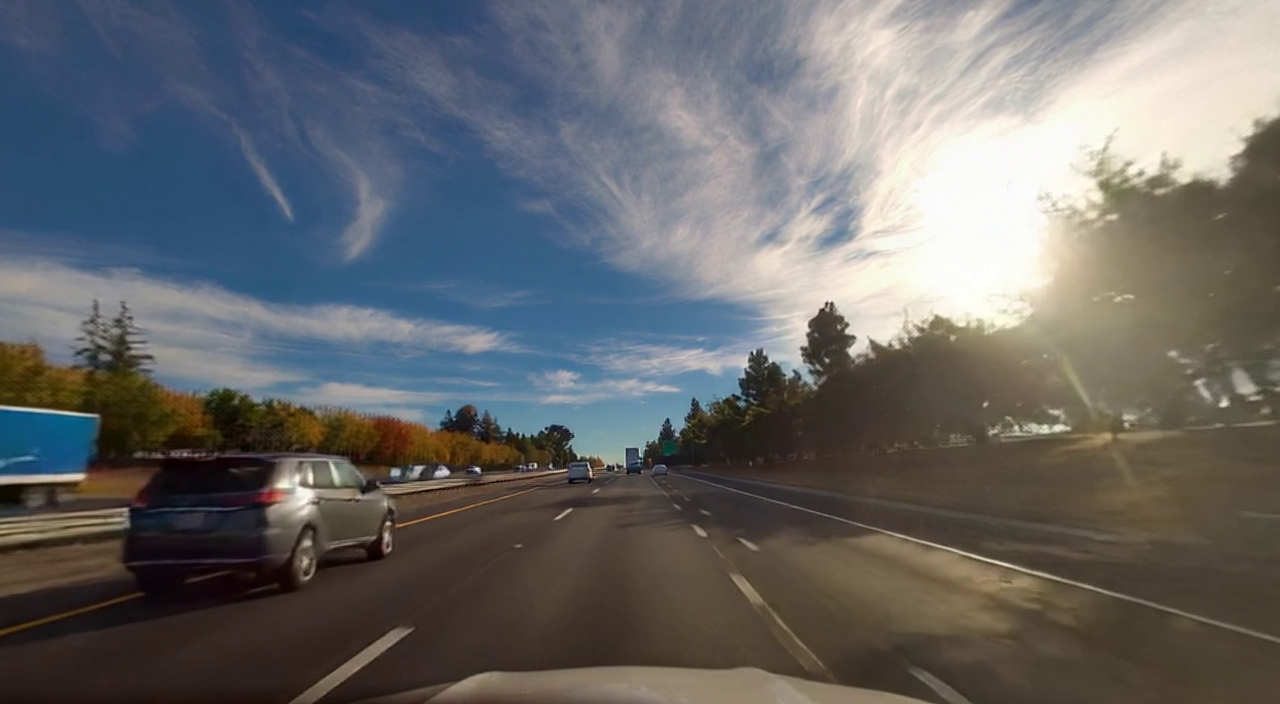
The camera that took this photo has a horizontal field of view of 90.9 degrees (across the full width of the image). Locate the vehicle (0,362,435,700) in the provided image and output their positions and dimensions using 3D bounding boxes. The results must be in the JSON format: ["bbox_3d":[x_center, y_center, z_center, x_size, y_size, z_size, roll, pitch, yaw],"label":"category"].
[{"bbox_3d":[-3.918,1.422,6.006,2.272,1.873,4.832,1,-10,0],"label":"vehicle"}]

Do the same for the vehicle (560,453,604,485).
[{"bbox_3d":[-3.706,7.602,41.001,2.390,1.879,4.423,1,-11,0],"label":"vehicle"}]
